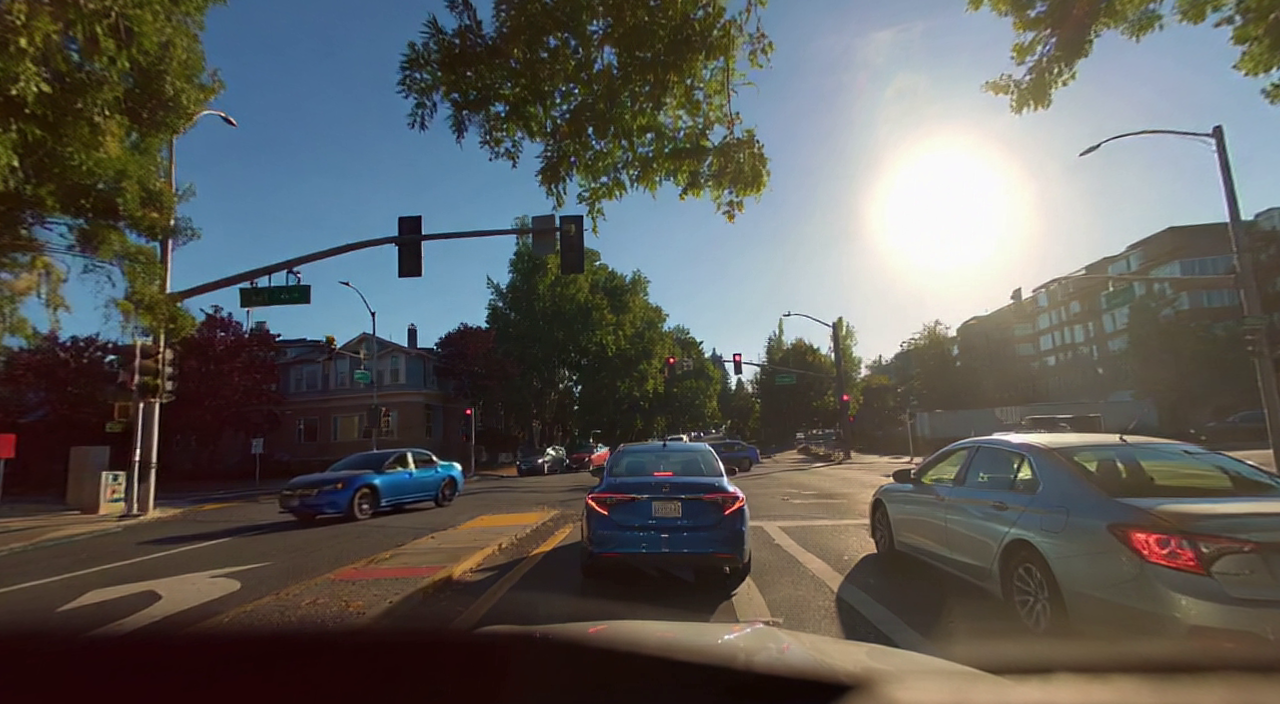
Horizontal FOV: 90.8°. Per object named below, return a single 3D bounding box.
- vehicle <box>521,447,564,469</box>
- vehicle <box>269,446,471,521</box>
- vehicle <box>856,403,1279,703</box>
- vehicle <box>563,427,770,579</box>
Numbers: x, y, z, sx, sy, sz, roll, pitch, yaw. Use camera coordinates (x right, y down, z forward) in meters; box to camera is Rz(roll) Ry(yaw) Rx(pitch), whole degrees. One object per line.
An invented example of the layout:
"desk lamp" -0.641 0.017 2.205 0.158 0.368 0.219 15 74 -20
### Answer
"vehicle" -6.916 7.582 45.308 2.093 1.476 4.278 -1 -9 4
"vehicle" -6.211 3.013 15.131 1.854 1.490 4.229 -4 -9 25
"vehicle" 3.658 1.340 5.439 1.888 1.486 4.681 0 -9 0
"vehicle" 0.304 1.819 8.339 2.090 1.505 3.756 -1 -9 1
